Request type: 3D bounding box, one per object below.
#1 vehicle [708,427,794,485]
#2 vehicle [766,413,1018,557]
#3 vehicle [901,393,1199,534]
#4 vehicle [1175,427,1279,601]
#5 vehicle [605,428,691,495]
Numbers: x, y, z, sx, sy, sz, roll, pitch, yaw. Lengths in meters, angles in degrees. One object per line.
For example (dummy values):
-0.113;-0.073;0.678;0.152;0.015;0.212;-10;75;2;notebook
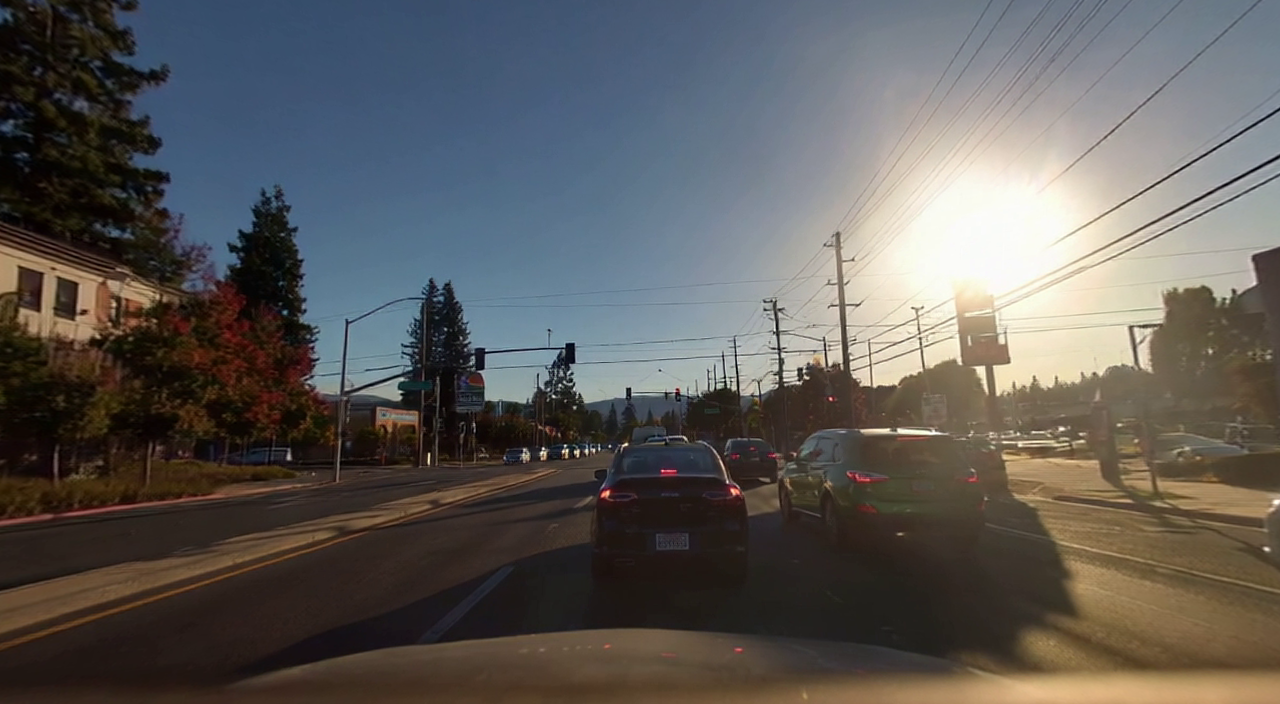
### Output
3.742;3.608;22.225;2.060;1.789;4.712;0;-9;-1;vehicle
3.304;1.837;9.400;1.998;1.620;4.267;0;-9;0;vehicle
6.716;1.909;11.229;2.080;1.958;4.653;0;-9;-1;vehicle
6.277;1.136;3.870;1.906;1.435;4.670;0;-9;0;vehicle
0.211;3.062;17.931;2.149;1.668;3.962;0;-9;1;vehicle
